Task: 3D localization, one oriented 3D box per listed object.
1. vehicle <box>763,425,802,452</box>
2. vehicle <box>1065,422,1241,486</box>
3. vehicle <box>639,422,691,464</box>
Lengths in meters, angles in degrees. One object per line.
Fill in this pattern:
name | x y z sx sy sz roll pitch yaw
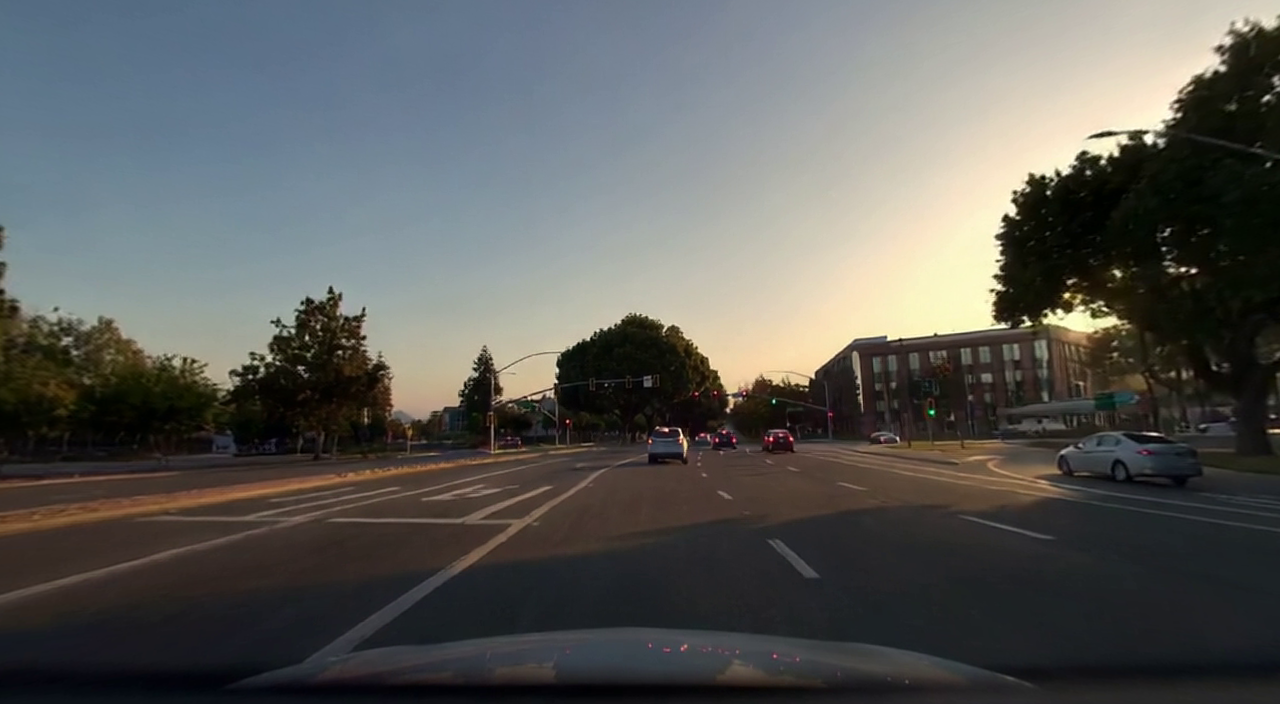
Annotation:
vehicle | 9.869 6.025 43.937 2.074 1.791 4.393 -1 -8 6
vehicle | 14.648 2.936 18.475 2.118 1.606 4.640 -2 -8 14
vehicle | 1.250 4.258 29.577 2.211 1.795 4.179 -1 -8 5
